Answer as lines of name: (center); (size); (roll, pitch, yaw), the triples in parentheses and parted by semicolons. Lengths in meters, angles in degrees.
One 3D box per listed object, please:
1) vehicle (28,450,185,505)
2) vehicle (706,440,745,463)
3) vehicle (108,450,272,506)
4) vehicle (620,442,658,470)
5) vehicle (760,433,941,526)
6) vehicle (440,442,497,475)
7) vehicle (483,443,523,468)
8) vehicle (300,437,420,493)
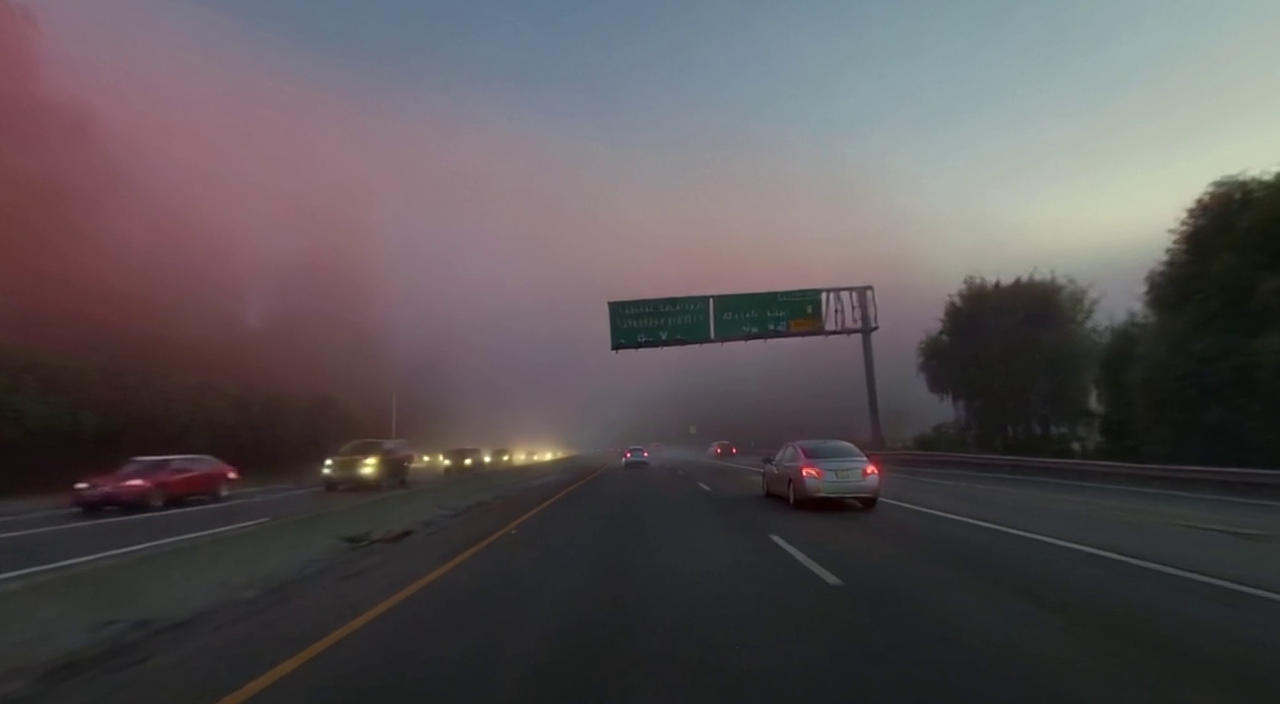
vehicle: (-17.425, 4.064, 20.911); (1.908, 1.554, 3.757); (1, -8, -2)
vehicle: (6.309, 7.382, 47.057); (2.094, 1.652, 3.955); (1, -8, -3)
vehicle: (-13.654, 3.803, 19.588); (1.821, 1.437, 4.457); (1, -8, 0)
vehicle: (-0.114, 6.108, 37.418); (2.090, 1.510, 4.280); (1, -8, -1)
vehicle: (3.874, 2.406, 12.560); (1.972, 1.488, 4.335); (1, -8, -2)
vehicle: (-9.709, 6.035, 36.101); (2.082, 1.698, 4.357); (1, -8, -1)
vehicle: (-10.319, 7.821, 48.011); (2.017, 1.735, 4.581); (1, -8, -1)
vehicle: (-10.183, 4.126, 23.503); (2.212, 1.815, 4.785); (1, -8, 0)
